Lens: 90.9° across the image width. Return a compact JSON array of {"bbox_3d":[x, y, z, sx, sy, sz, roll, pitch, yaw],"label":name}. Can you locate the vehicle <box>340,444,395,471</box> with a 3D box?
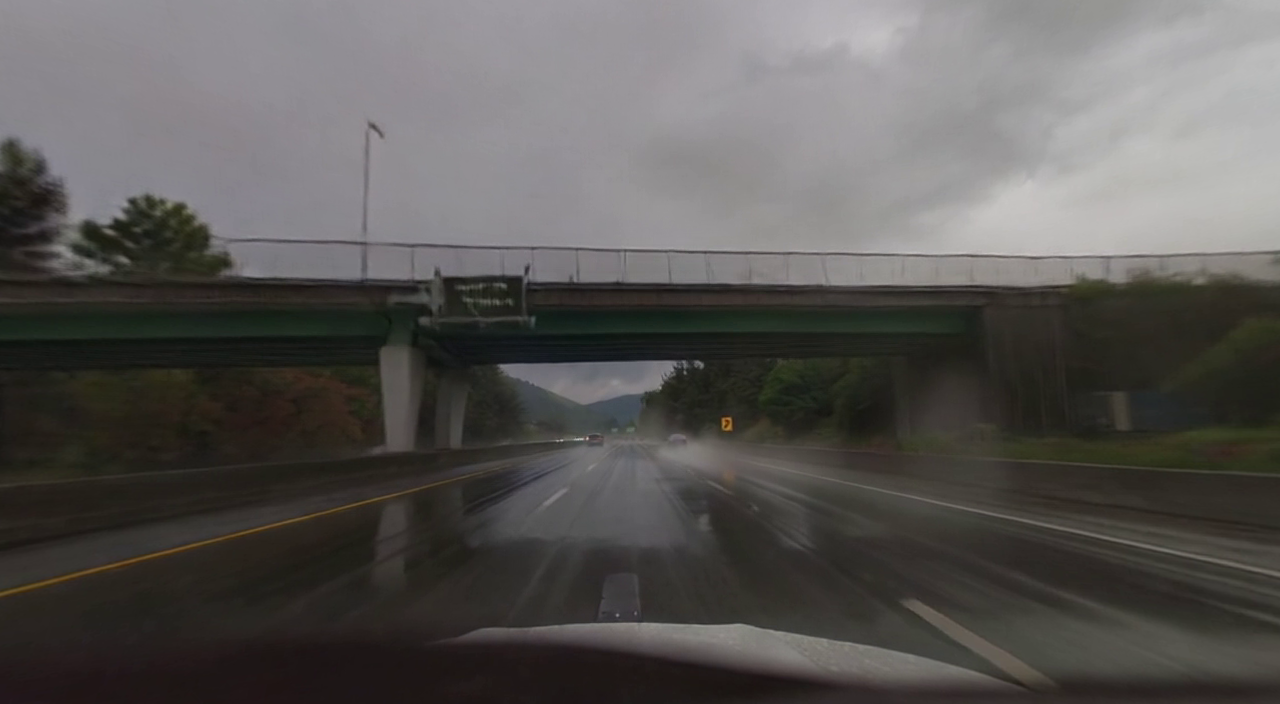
[{"bbox_3d":[-17.169,6.643,39.919,1.797,1.528,3.922,0,-8,-1],"label":"vehicle"}]
